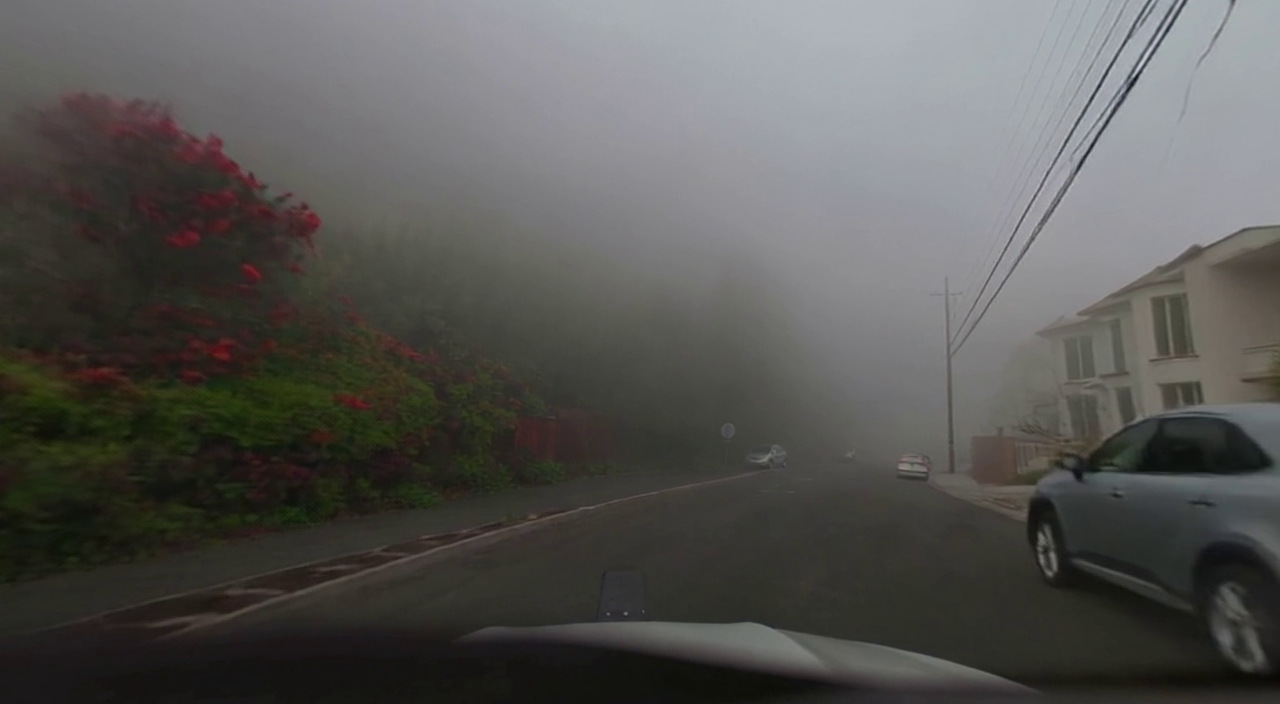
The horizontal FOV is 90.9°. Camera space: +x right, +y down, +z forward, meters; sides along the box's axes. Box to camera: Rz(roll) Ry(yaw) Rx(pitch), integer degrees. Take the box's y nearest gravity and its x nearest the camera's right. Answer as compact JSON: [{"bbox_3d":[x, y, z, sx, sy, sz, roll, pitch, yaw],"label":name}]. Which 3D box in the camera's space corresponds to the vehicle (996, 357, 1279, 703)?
[{"bbox_3d":[4.661,1.174,4.328,2.311,1.909,5.570,-2,-9,13],"label":"vehicle"}]
